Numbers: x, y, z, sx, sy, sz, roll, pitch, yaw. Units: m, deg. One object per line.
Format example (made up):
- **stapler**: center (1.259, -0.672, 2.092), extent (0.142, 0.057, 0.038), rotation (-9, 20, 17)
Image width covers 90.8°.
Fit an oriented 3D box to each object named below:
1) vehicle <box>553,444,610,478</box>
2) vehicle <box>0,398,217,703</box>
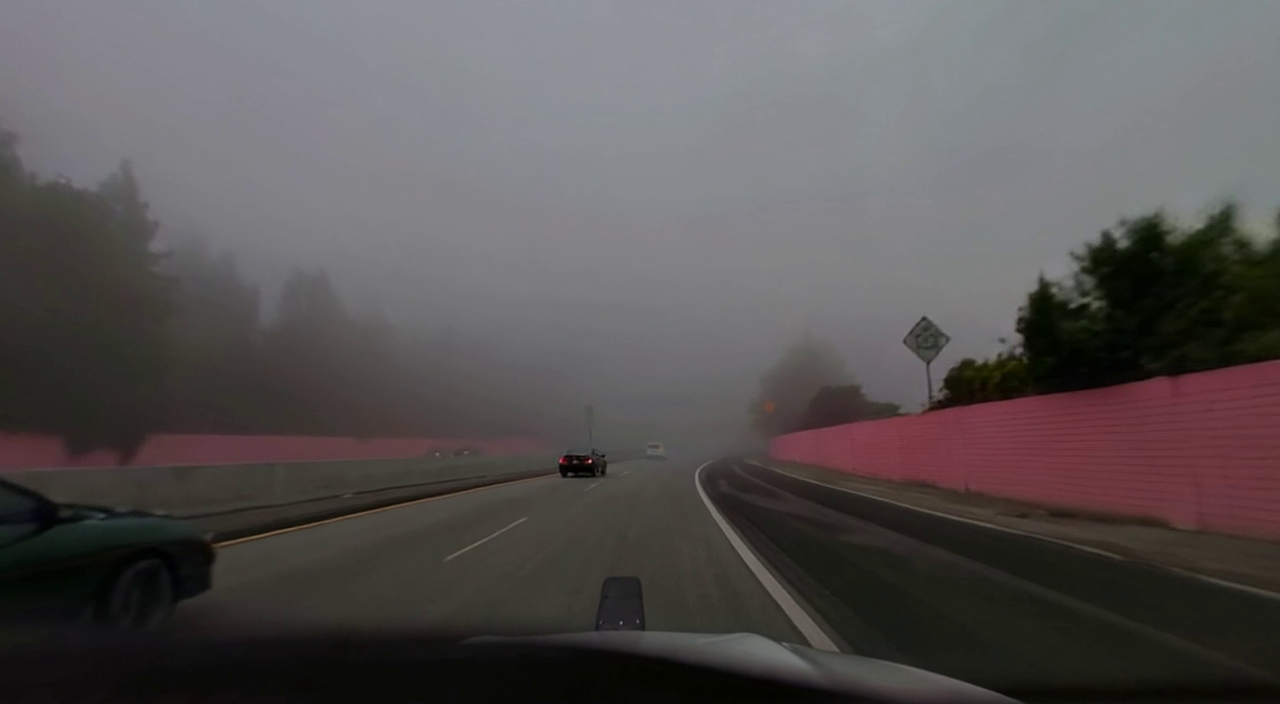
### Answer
- **vehicle**: center (-2.567, 4.918, 28.617), extent (1.746, 1.405, 4.339), rotation (-1, -9, 6)
- **vehicle**: center (-3.779, 0.846, 2.135), extent (1.884, 1.469, 3.959), rotation (0, -9, 1)
